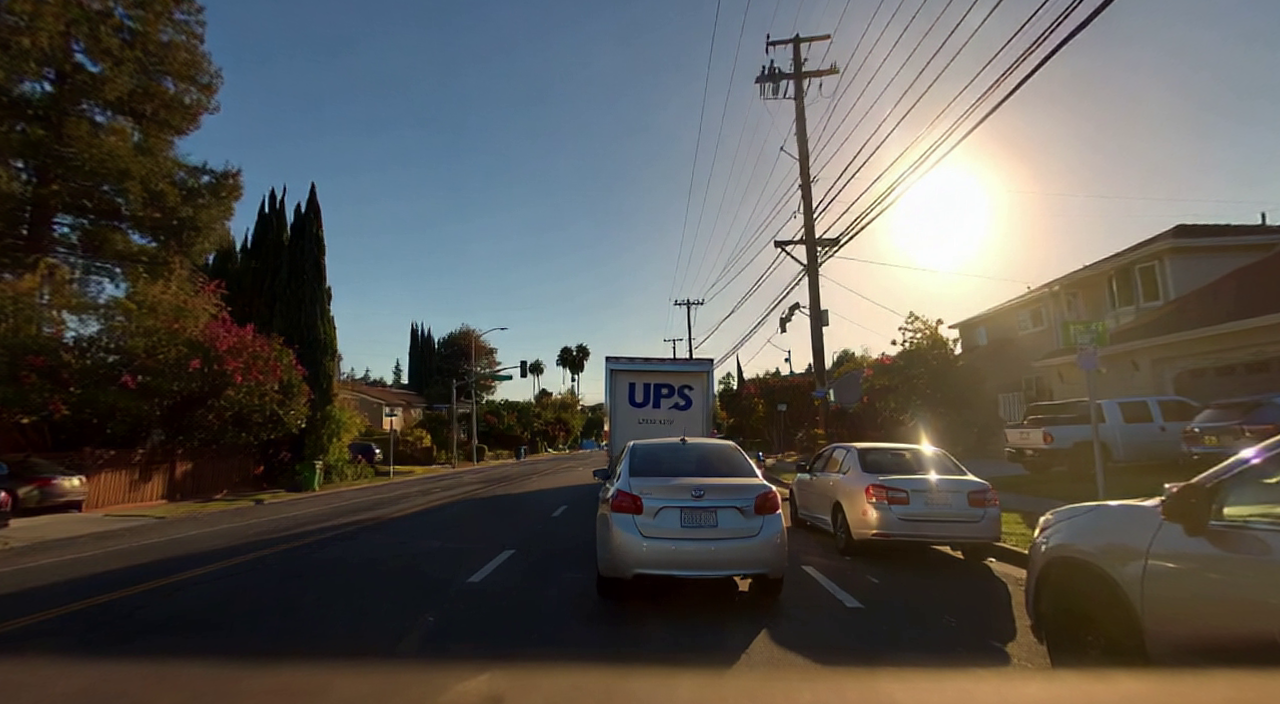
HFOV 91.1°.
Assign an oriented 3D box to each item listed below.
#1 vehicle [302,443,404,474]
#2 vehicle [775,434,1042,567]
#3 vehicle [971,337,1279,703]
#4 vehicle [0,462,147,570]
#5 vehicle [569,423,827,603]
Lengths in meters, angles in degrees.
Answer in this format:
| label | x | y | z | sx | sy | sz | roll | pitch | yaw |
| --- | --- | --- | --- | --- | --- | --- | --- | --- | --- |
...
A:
| label | x | y | z | sx | sy | sz | roll | pitch | yaw |
| --- | --- | --- | --- | --- | --- | --- | --- | --- | --- |
| vehicle | -17.428 | 6.467 | 38.305 | 5.274 | 1.793 | 1.921 | 0 | -8 | 3 |
| vehicle | 3.505 | 2.006 | 9.349 | 1.993 | 1.479 | 4.487 | 0 | -8 | 0 |
| vehicle | 3.318 | 0.769 | 1.926 | 2.069 | 1.722 | 4.888 | 0 | -8 | 2 |
| vehicle | -10.348 | 2.485 | 9.478 | 1.925 | 1.482 | 4.753 | 0 | -8 | 0 |
| vehicle | 0.479 | 1.680 | 7.534 | 2.158 | 1.499 | 4.377 | 0 | -8 | 0 |
